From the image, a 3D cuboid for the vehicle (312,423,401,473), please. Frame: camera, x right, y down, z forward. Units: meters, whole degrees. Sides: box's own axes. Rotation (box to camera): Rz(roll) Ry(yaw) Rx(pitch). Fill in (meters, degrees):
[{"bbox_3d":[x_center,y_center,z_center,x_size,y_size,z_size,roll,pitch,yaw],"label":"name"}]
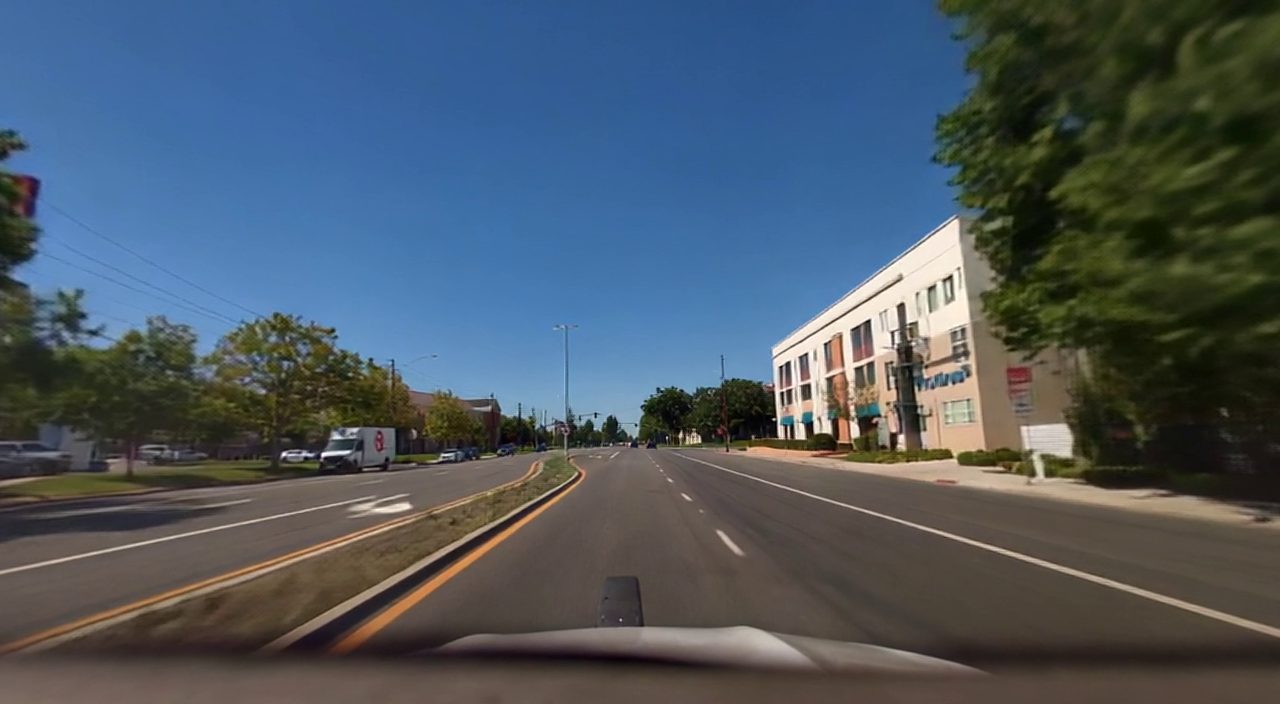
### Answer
[{"bbox_3d":[-19.477,6.663,43.938,2.834,3.225,6.752,0,-9,1],"label":"vehicle"}]
